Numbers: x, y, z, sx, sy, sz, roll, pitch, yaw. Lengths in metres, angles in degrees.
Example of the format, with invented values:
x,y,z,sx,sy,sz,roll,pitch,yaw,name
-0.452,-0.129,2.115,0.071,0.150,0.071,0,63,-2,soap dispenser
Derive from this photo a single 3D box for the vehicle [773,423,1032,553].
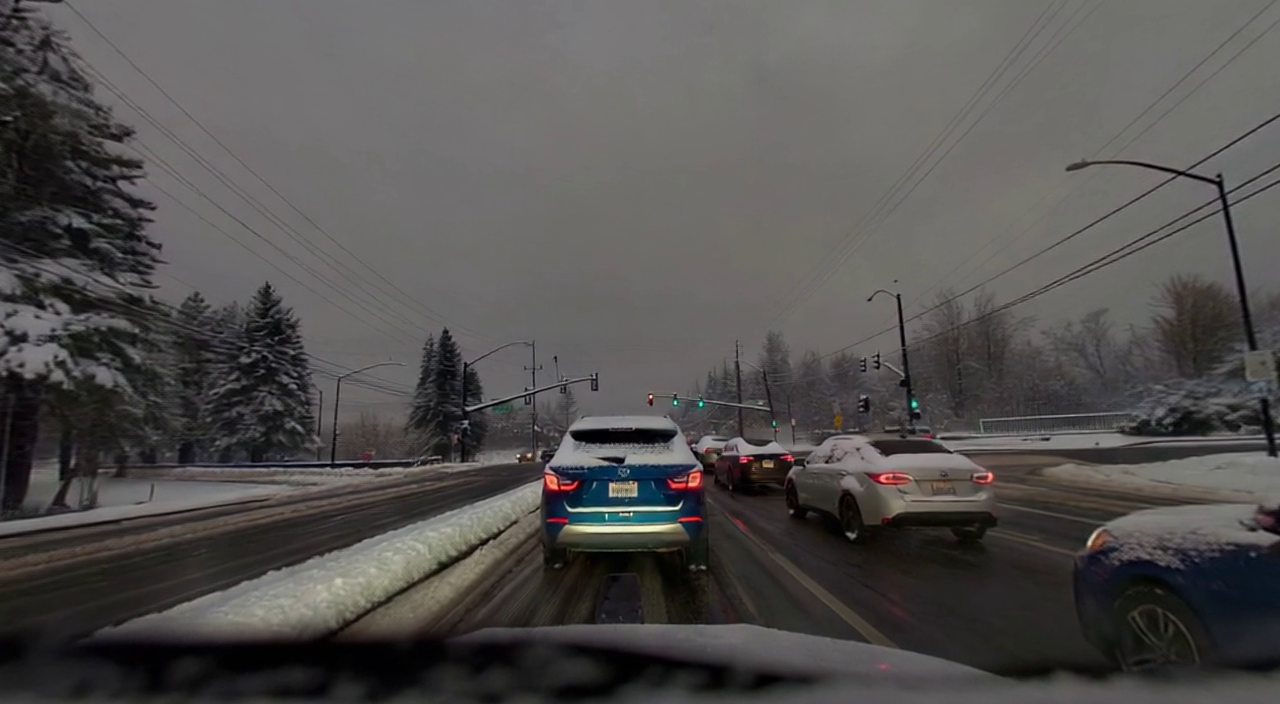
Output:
x,y,z,sx,sy,sz,roll,pitch,yaw,name
3.497,1.901,9.535,1.952,1.477,4.417,0,-9,-1,vehicle

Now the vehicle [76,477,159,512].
x,y,z,sx,sy,sz,roll,pitch,yaw,name
-26.488,7.209,32.014,3.826,1.522,1.741,-8,-11,27,vehicle

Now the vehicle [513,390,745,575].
x,y,z,sx,sy,sz,roll,pitch,yaw,name
-0.140,1.615,8.488,2.300,1.821,4.254,0,-9,-1,vehicle

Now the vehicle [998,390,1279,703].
x,y,z,sx,sy,sz,roll,pitch,yaw,name
3.286,0.787,1.695,1.984,1.462,4.513,0,-9,0,vehicle
